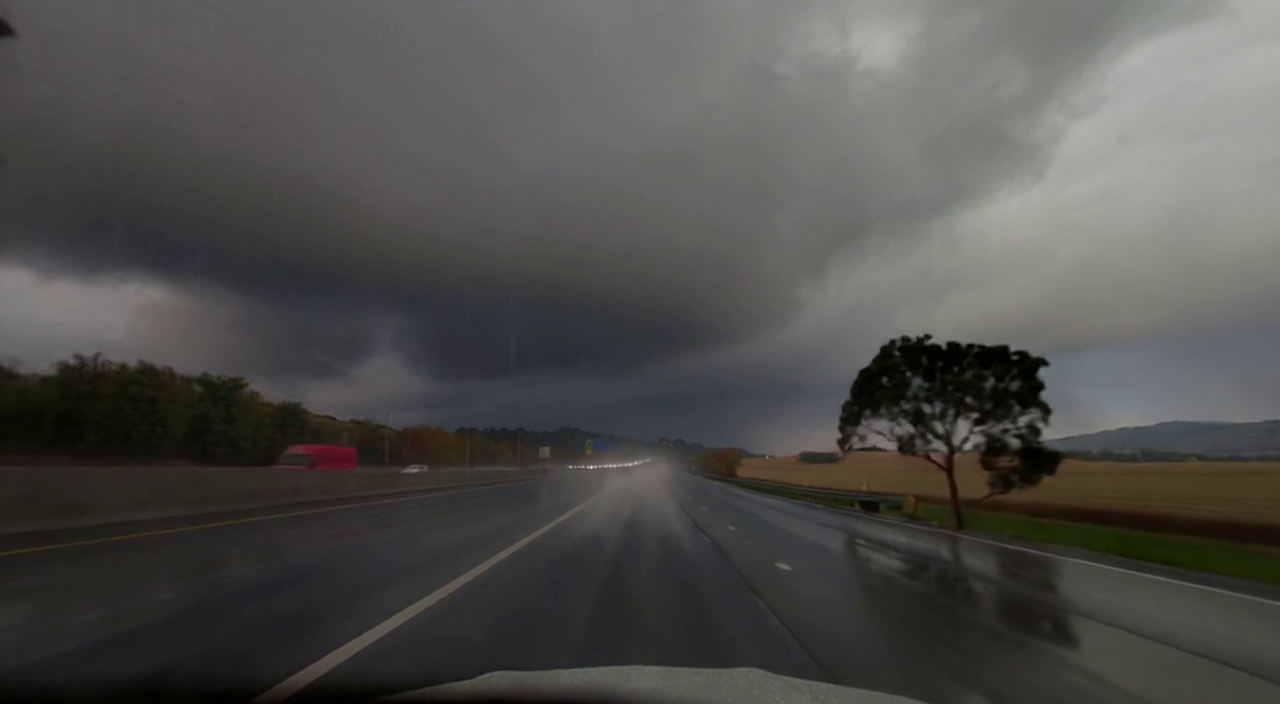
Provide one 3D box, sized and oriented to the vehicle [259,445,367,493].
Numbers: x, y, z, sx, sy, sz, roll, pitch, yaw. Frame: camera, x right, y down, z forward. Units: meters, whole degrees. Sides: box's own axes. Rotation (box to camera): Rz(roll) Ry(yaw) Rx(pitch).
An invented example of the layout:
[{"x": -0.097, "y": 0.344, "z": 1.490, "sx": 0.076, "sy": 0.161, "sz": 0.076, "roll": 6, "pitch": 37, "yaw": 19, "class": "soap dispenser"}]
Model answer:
[{"x": -18.765, "y": 6.780, "z": 36.685, "sx": 2.335, "sy": 2.469, "sz": 7.028, "roll": 1, "pitch": -10, "yaw": 1, "class": "vehicle"}]
